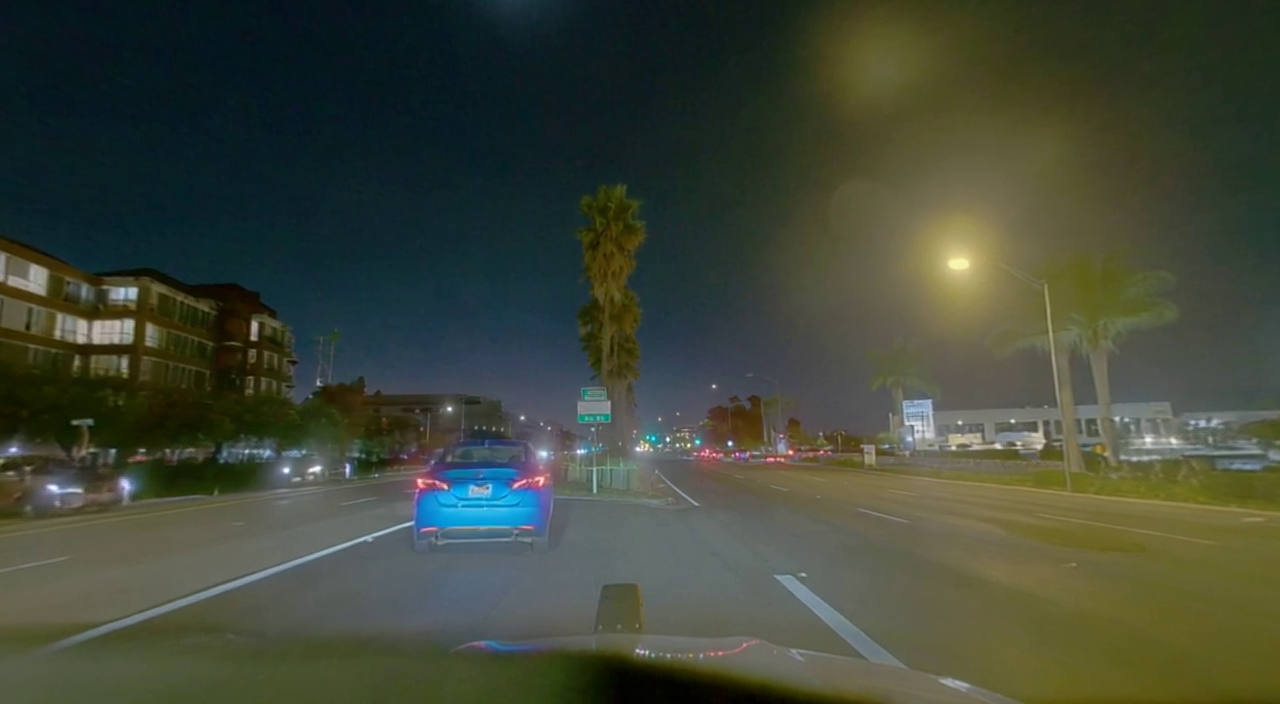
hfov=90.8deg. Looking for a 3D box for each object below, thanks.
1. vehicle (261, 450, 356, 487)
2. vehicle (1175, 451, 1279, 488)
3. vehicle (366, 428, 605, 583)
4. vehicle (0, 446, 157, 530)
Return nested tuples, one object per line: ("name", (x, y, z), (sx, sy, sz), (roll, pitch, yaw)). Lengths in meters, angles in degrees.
("vehicle", (-14.638, 5.139, 28.244), (2.099, 1.464, 4.615), (1, -9, -5))
("vehicle", (25.855, 4.939, 26.725), (4.446, 1.464, 1.954), (-1, -9, 4))
("vehicle", (-2.333, 1.845, 8.536), (1.986, 1.473, 4.382), (5, -10, -29))
("vehicle", (-13.113, 2.774, 13.299), (4.457, 1.552, 2.095), (-2, -9, 11))
